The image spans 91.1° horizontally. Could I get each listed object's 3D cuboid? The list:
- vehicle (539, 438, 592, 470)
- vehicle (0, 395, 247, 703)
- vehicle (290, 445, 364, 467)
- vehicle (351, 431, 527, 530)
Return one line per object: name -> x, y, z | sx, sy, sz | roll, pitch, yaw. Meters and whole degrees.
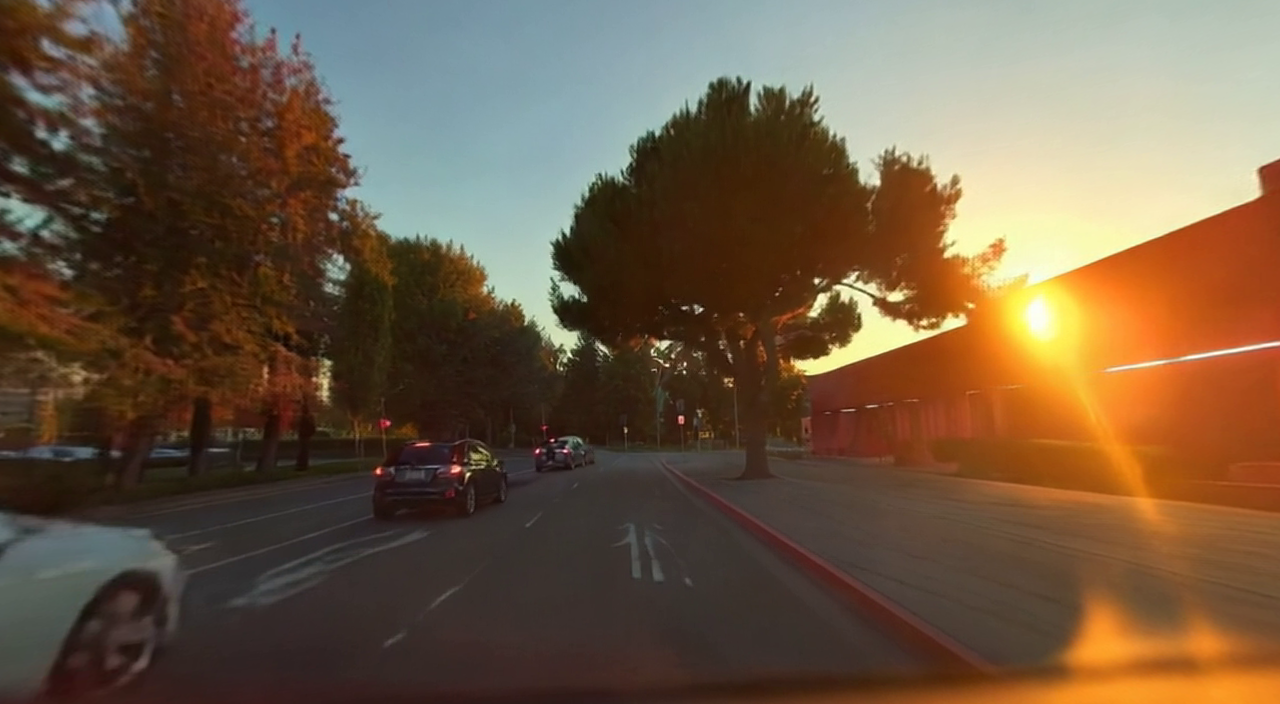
vehicle -> -3.600, 4.992, 31.162 | 1.962, 1.424, 4.289 | 0, -7, 1
vehicle -> -3.357, 0.861, 1.822 | 1.768, 1.539, 4.147 | 0, -7, -1
vehicle -> -23.056, 7.625, 46.326 | 4.552, 1.489, 1.948 | -1, -8, 9
vehicle -> -3.457, 2.245, 11.797 | 1.853, 1.478, 4.381 | 0, -7, 0
